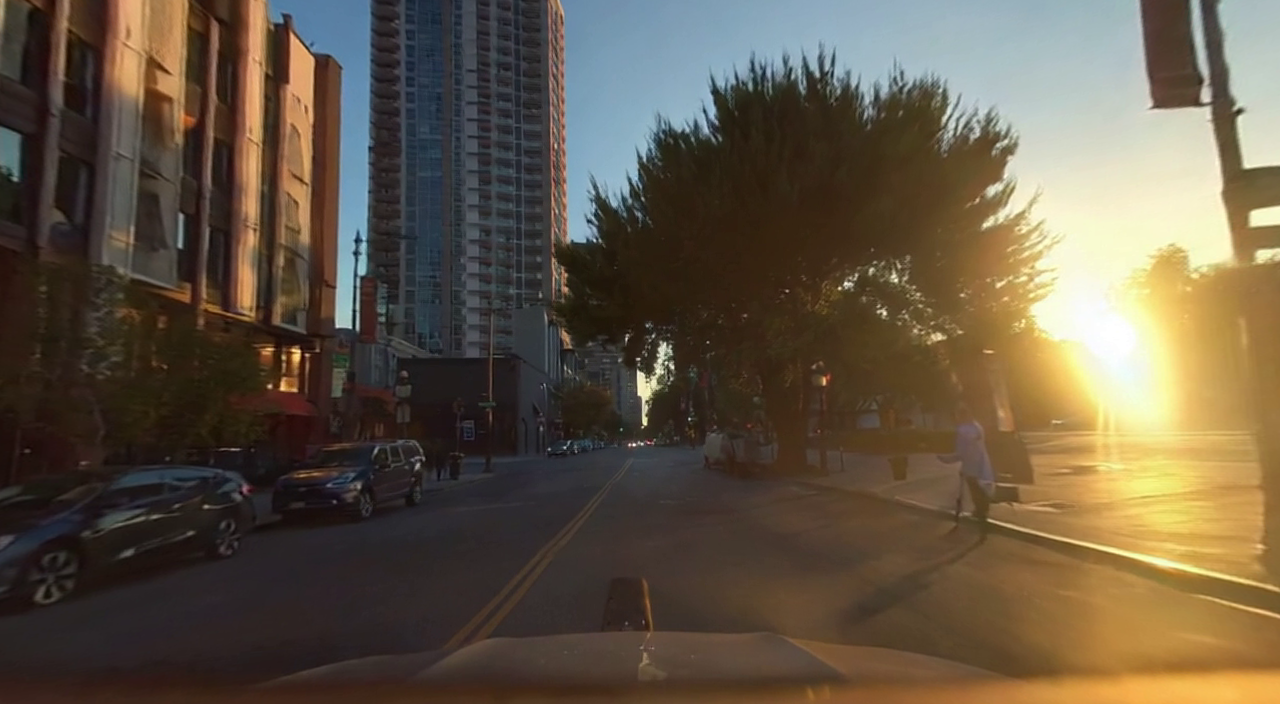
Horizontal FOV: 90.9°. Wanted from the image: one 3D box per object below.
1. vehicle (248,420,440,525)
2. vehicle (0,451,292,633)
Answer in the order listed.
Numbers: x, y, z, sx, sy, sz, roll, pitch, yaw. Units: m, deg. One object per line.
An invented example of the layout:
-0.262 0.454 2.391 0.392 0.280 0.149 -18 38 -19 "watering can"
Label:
-6.578 2.721 14.795 2.273 1.871 4.920 -4 -9 -2 "vehicle"
-6.739 2.089 7.832 2.270 1.539 4.855 -4 -9 -2 "vehicle"
